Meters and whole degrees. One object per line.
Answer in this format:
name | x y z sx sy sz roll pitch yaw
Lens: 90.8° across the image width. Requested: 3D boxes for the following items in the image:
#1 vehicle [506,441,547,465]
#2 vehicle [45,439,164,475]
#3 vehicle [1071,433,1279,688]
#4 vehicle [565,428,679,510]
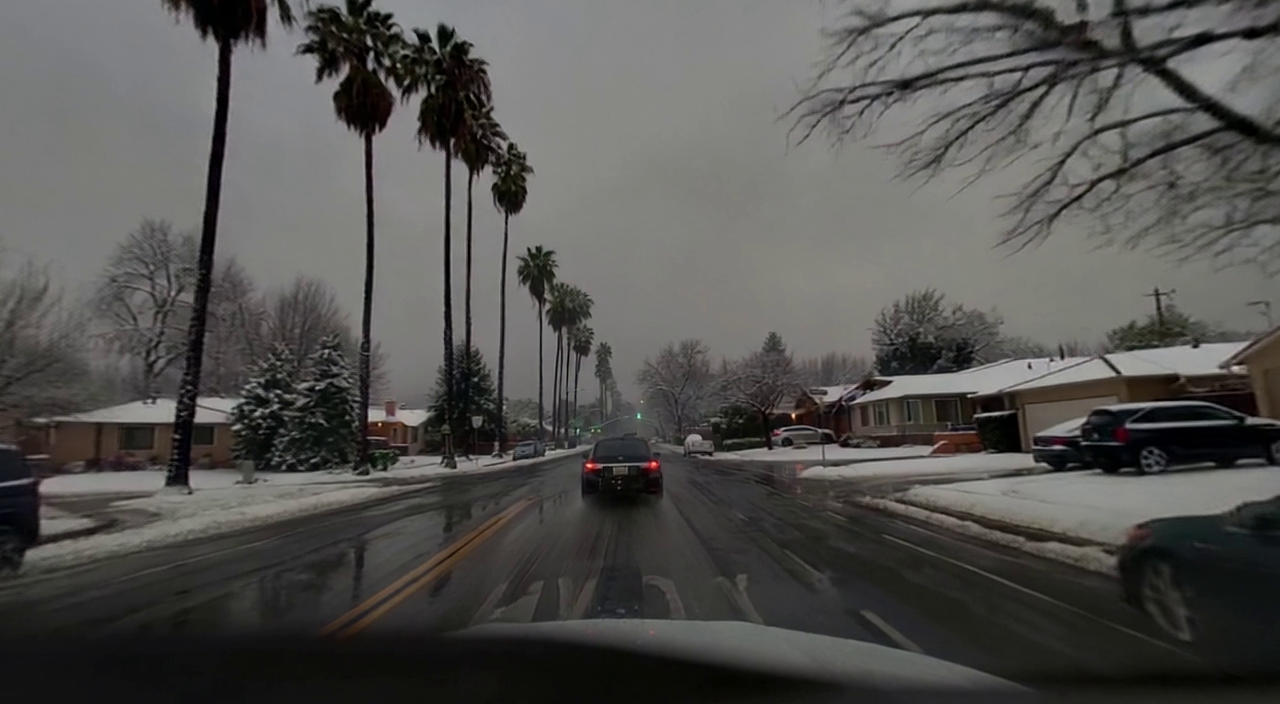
vehicle | -8.192 7.312 46.056 2.069 1.441 4.368 -3 -7 1
vehicle | -29.497 5.767 35.044 1.918 1.821 4.769 -2 -9 10
vehicle | 4.829 1.113 2.891 2.013 1.501 5.235 0 -9 0
vehicle | -0.373 2.470 13.745 2.098 1.483 4.099 0 -9 -1
